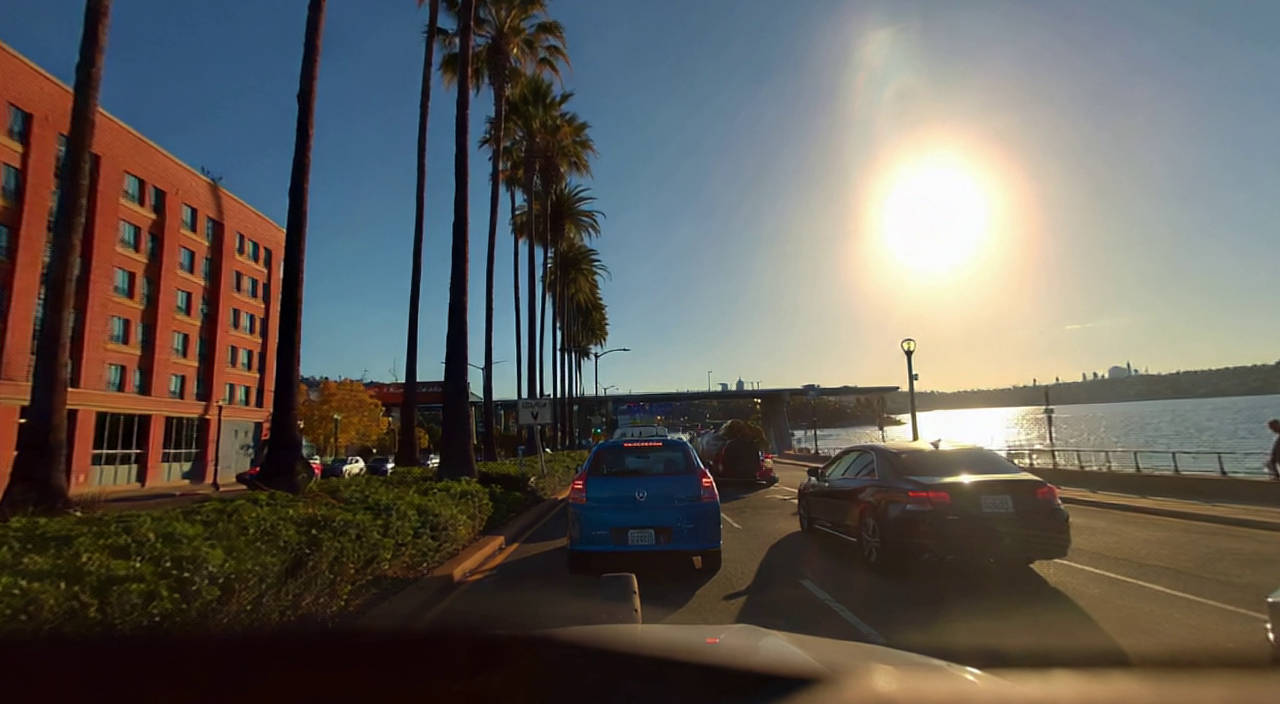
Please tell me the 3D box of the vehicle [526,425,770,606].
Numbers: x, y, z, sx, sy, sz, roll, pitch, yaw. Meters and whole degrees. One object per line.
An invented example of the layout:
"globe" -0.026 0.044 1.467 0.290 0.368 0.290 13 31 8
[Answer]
"vehicle" 0.060 1.668 7.246 2.048 1.503 3.681 0 -9 0

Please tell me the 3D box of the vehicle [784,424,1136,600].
"vehicle" 3.272 1.714 7.713 1.920 1.490 4.417 0 -9 -1

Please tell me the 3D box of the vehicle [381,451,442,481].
"vehicle" -14.960 7.480 41.703 2.104 1.802 4.852 0 -9 1
